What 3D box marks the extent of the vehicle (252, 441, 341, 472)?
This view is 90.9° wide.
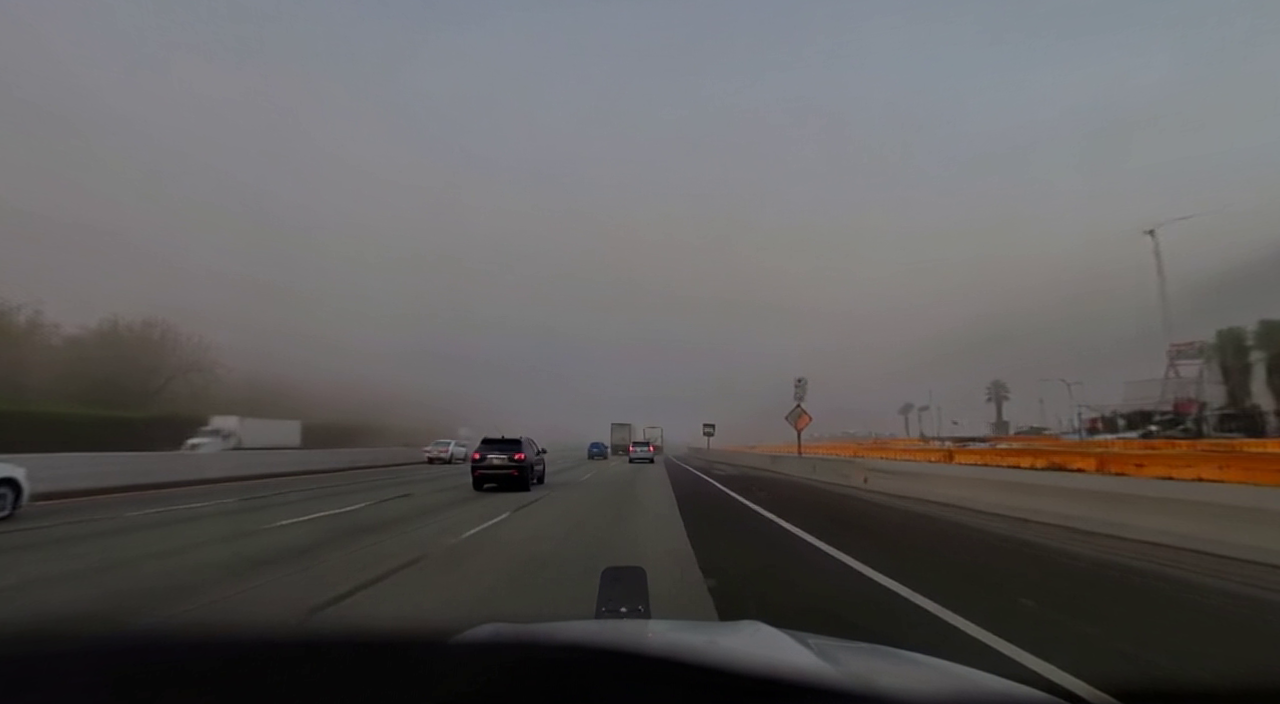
[{"bbox_3d":[-17.279,5.271,31.963,2.040,1.455,4.107,-1,-8,3],"label":"vehicle"}]

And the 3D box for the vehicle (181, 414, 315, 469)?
[{"bbox_3d":[-24.754,5.759,40.517,2.968,3.142,8.309,-1,-8,2],"label":"vehicle"}]

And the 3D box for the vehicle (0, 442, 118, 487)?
[{"bbox_3d":[-21.715,4.005,22.831,1.755,1.460,4.353,-1,-8,3],"label":"vehicle"}]

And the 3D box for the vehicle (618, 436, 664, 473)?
[{"bbox_3d":[0.094,5.058,31.316,2.136,1.678,4.052,-1,-8,2],"label":"vehicle"}]

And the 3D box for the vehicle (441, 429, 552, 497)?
[{"bbox_3d":[-4.068,3.236,18.764,2.108,1.740,4.549,-1,-8,2],"label":"vehicle"}]

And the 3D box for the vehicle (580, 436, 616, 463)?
[{"bbox_3d":[-3.210,7.566,49.157,2.203,1.958,4.848,-1,-8,3],"label":"vehicle"}]
